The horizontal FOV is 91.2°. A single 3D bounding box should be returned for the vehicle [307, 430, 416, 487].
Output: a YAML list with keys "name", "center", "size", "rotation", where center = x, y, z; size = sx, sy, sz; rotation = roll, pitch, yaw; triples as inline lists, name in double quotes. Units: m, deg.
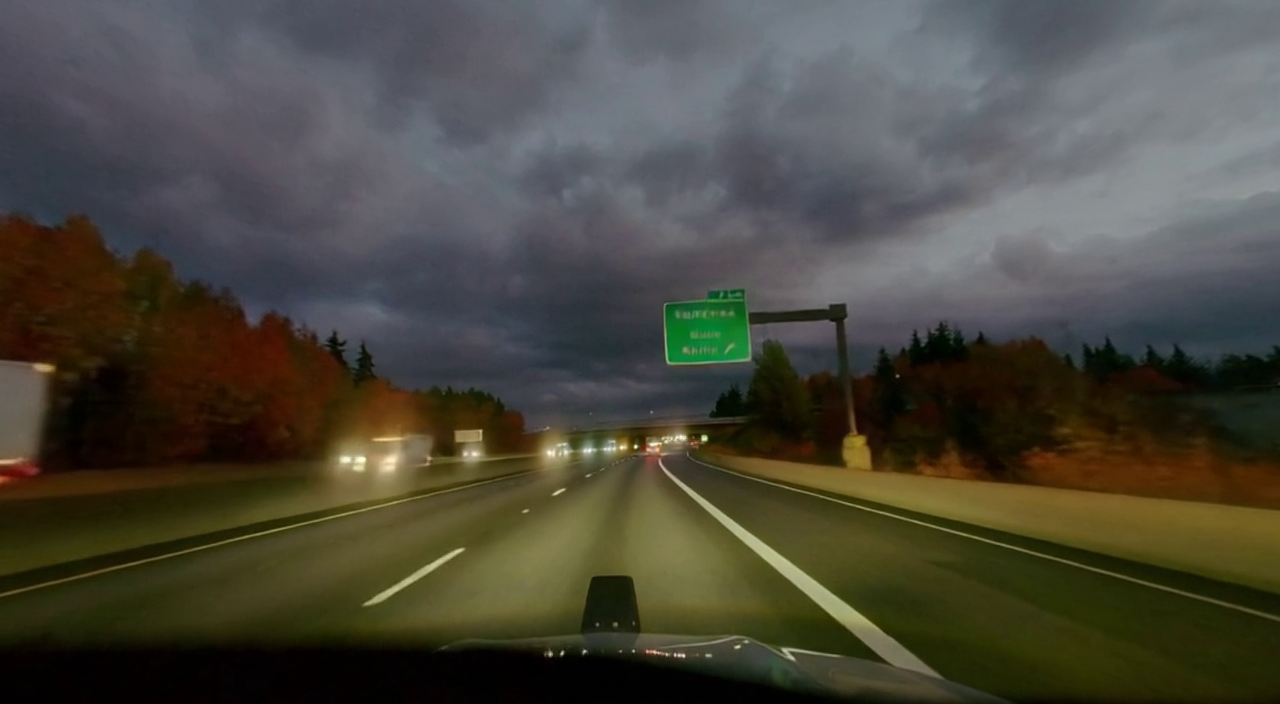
- name: "vehicle"
  center: [-12.890, 4.981, 29.584]
  size: [2.347, 2.351, 5.933]
  rotation: [-1, -9, 1]
